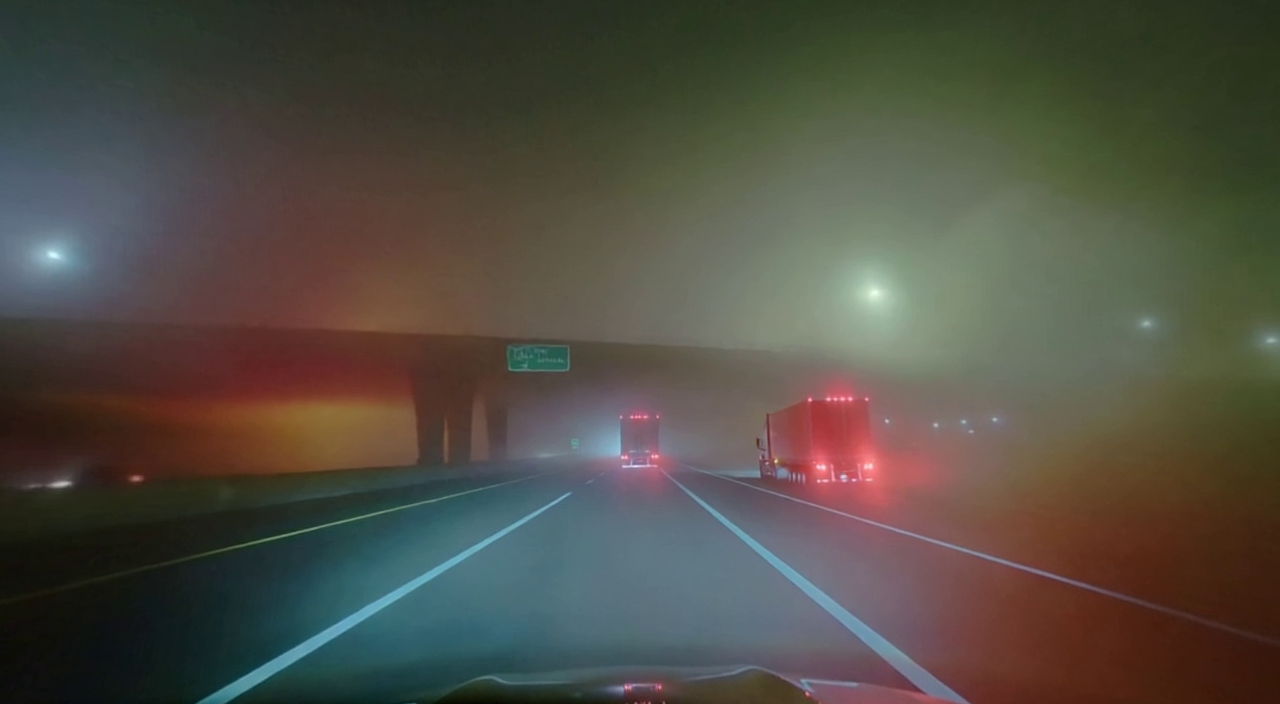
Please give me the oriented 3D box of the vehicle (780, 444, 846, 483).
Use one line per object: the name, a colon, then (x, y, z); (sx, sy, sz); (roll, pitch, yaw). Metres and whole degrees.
vehicle: (7.225, 4.691, 26.702); (1.687, 1.503, 3.688); (0, -9, 0)
